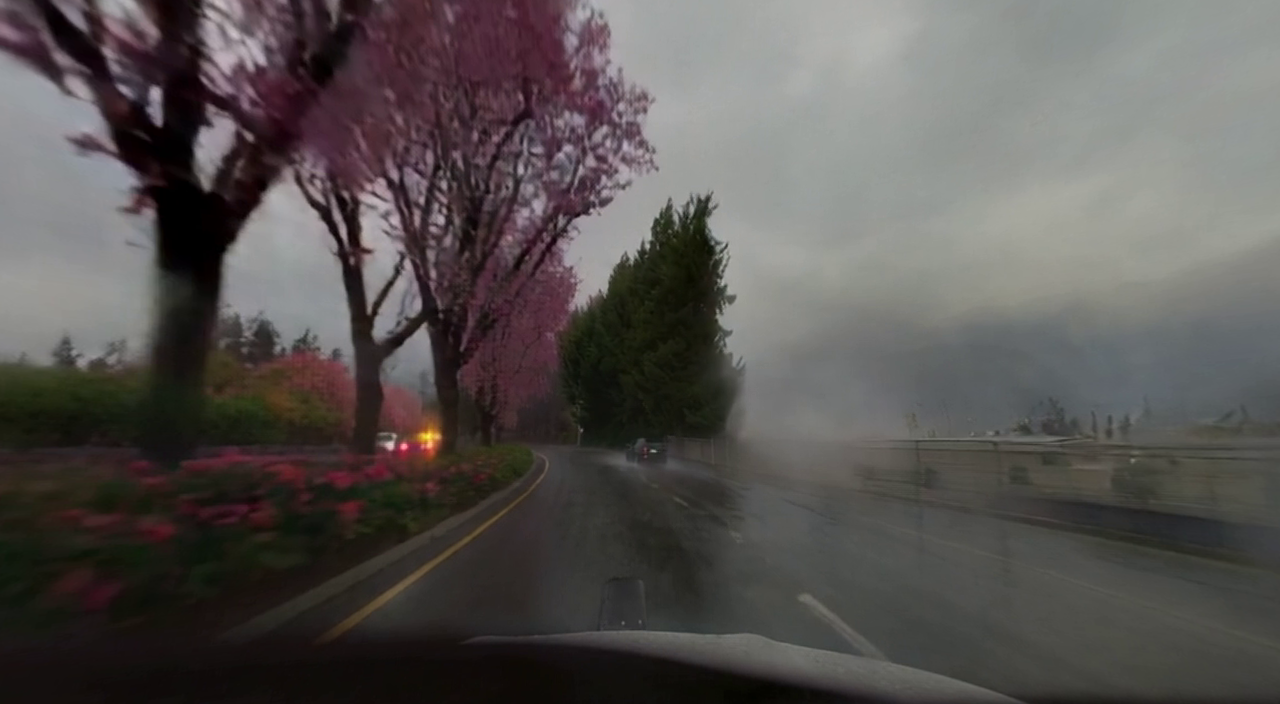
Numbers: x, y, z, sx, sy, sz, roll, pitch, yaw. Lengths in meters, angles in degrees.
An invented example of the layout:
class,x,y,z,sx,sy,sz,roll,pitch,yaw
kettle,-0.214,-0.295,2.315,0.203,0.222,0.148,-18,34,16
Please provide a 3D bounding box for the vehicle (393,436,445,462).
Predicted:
class,x,y,z,sx,sy,sz,roll,pitch,yaw
vehicle,-13.339,5.906,38.164,2.067,1.468,4.665,1,-9,-8

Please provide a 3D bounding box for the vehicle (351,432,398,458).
class,x,y,z,sx,sy,sz,roll,pitch,yaw
vehicle,-18.268,6.426,43.372,1.915,1.696,4.461,1,-9,-9

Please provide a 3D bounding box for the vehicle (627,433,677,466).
class,x,y,z,sx,sy,sz,roll,pitch,yaw
vehicle,0.657,5.844,37.740,2.166,1.828,4.607,2,-9,-9
